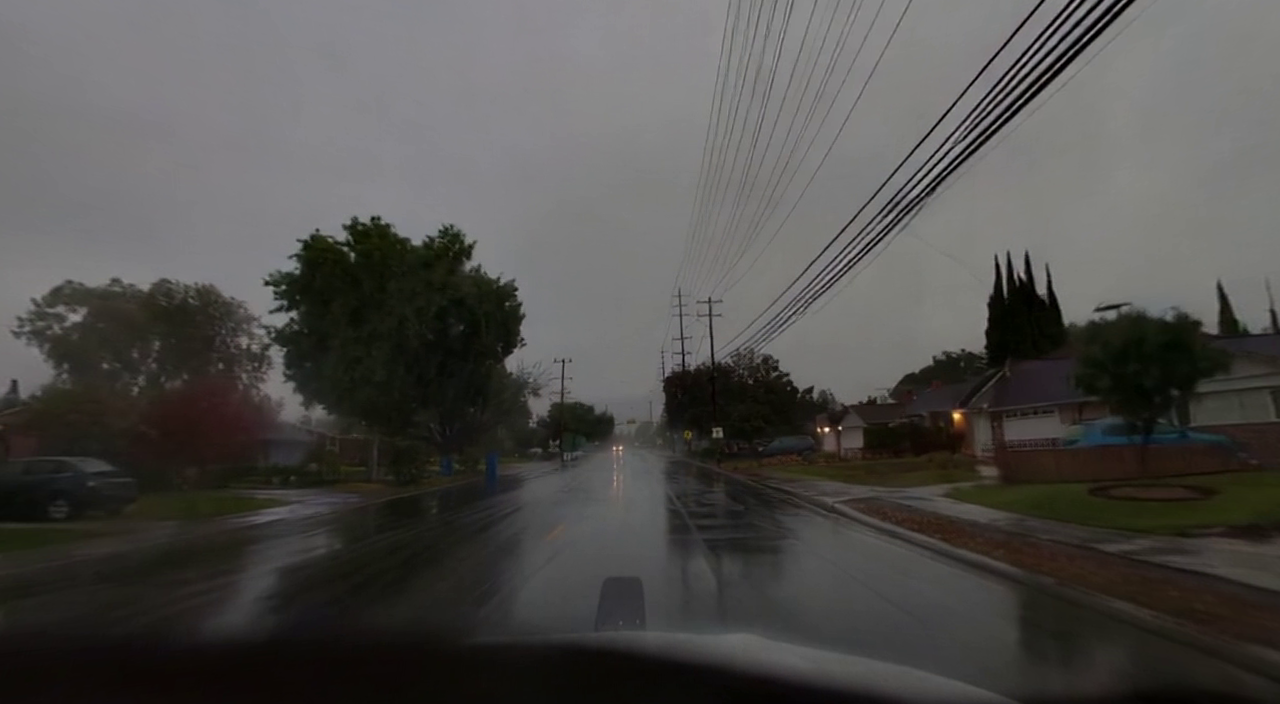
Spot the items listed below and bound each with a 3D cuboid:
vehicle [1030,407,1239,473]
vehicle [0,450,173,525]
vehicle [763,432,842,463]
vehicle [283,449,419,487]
[{"bbox_3d":[14.562,2.636,18.881,4.373,1.759,2.093,0,-9,4],"label":"vehicle"},{"bbox_3d":[-14.964,3.346,16.218,1.978,1.586,5.192,0,-8,0],"label":"vehicle"},{"bbox_3d":[10.666,6.304,41.698,4.686,1.786,2.019,-3,-8,6],"label":"vehicle"},{"bbox_3d":[-12.505,5.022,27.538,4.893,1.567,2.105,-1,-9,5],"label":"vehicle"}]
